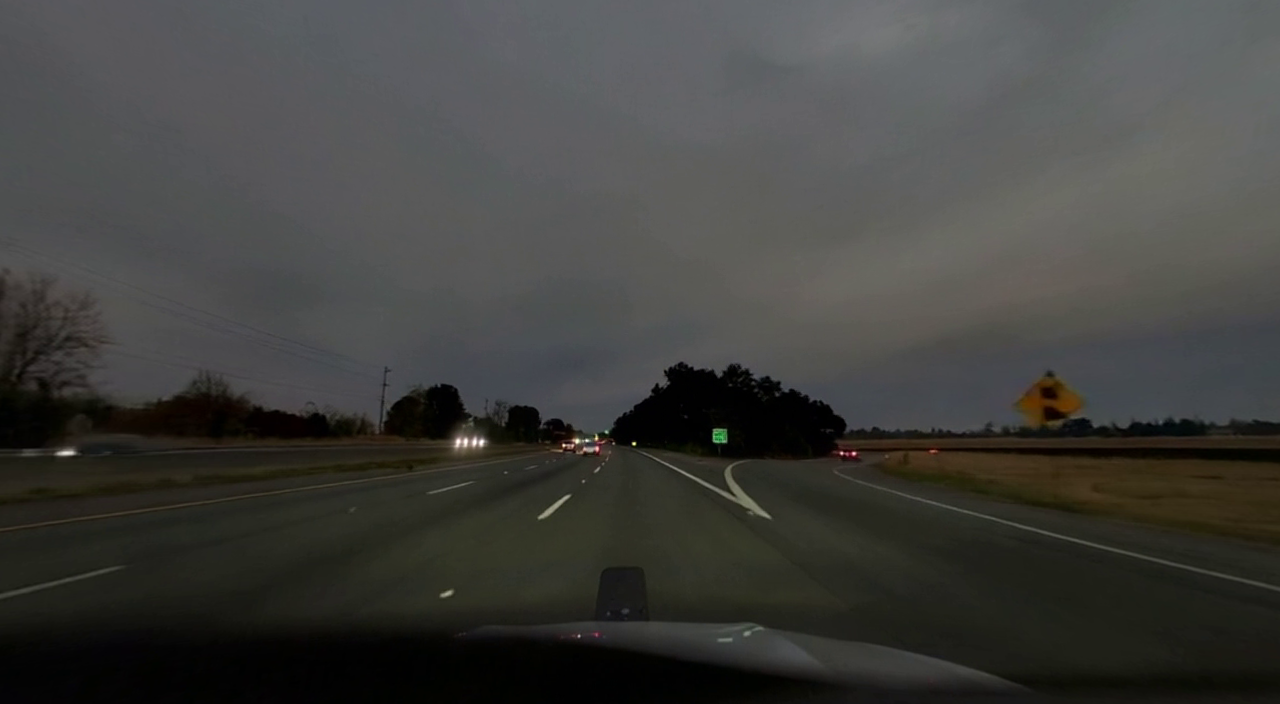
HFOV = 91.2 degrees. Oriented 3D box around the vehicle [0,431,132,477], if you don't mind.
[{"bbox_3d":[-21.903,3.781,23.487,1.872,1.515,4.774,0,-8,-1],"label":"vehicle"}]
